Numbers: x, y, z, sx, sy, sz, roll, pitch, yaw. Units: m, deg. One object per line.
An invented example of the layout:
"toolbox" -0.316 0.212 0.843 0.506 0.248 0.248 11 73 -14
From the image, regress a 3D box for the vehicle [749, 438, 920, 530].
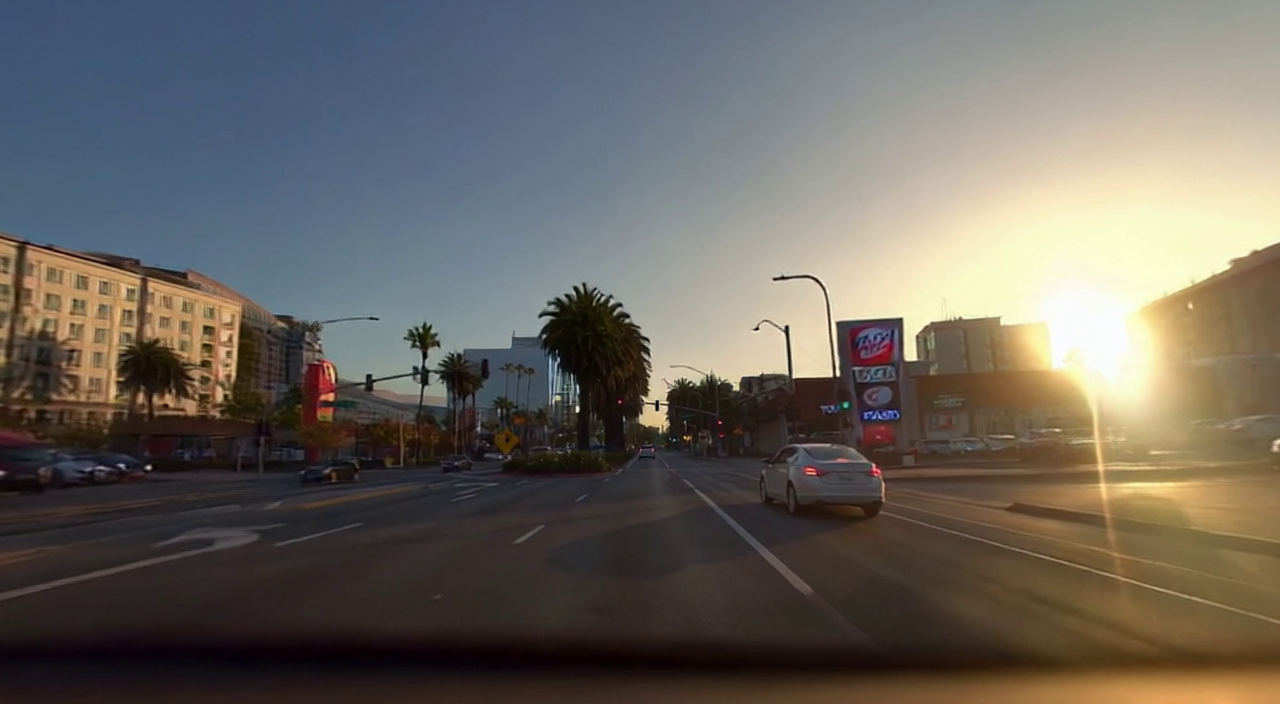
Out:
"vehicle" 3.591 2.520 12.738 1.870 1.467 4.800 0 -9 -1

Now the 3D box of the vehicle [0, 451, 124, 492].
"vehicle" -29.930 5.921 31.524 6.041 1.907 2.490 0 -8 2

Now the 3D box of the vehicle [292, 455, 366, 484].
"vehicle" -17.505 6.627 35.771 1.961 1.500 4.291 0 -9 1
